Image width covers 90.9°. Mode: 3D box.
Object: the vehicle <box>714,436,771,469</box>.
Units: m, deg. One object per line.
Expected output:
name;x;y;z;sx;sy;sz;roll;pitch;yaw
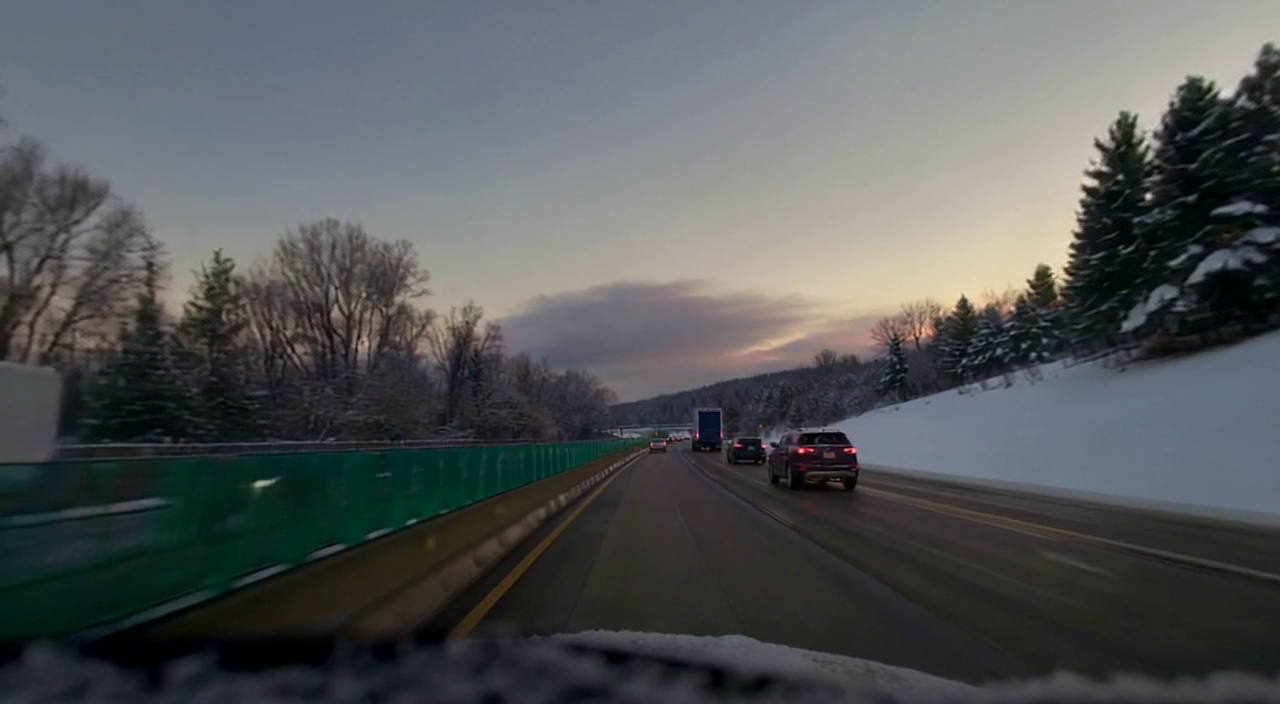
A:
vehicle;4.904;4.884;30.754;2.000;1.473;4.440;0;-8;0

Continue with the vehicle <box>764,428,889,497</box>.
vehicle;4.608;2.782;16.224;1.940;1.539;4.005;0;-8;-1
